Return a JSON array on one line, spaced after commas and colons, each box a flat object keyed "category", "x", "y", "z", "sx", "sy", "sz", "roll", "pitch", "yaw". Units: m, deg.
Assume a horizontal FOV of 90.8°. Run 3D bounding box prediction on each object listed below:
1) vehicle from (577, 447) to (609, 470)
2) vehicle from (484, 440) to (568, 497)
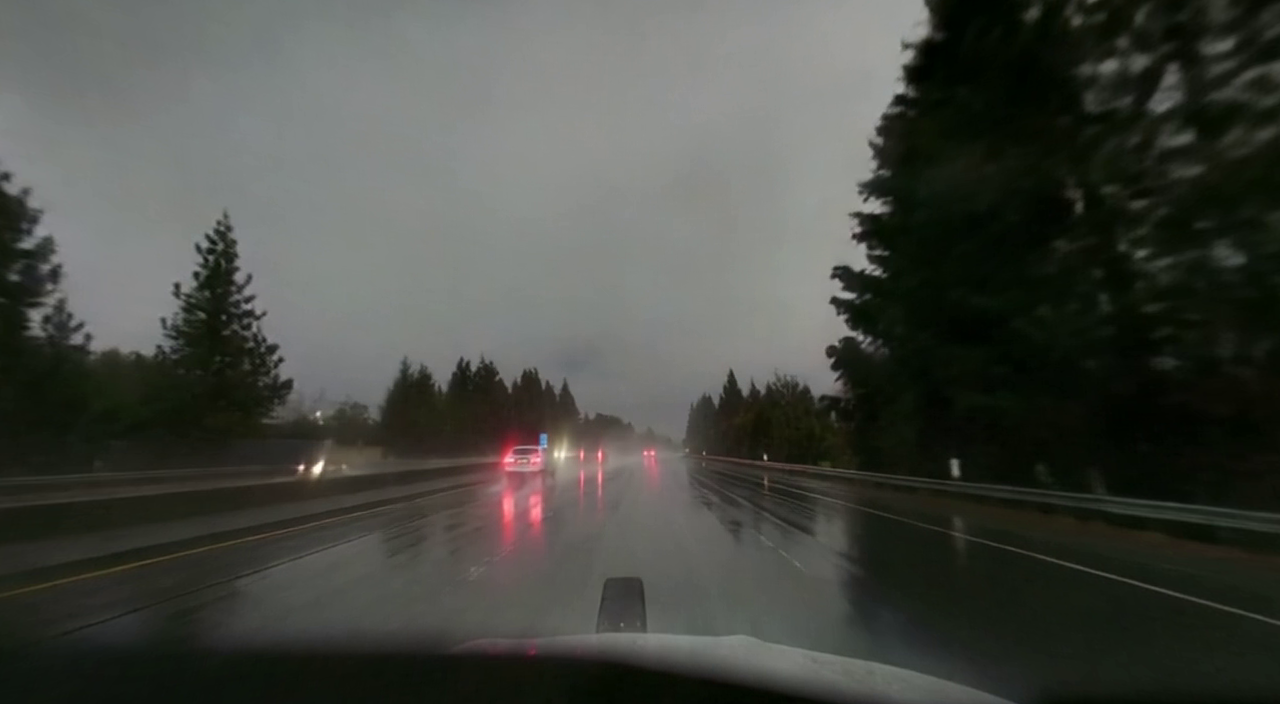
[{"category": "vehicle", "x": -3.432, "y": 7.874, "z": 46.704, "sx": 1.996, "sy": 1.565, "sz": 4.159, "roll": 0, "pitch": -9, "yaw": 0}, {"category": "vehicle", "x": -3.518, "y": 3.677, "z": 20.218, "sx": 1.846, "sy": 1.600, "sz": 4.108, "roll": 0, "pitch": -9, "yaw": 1}]
